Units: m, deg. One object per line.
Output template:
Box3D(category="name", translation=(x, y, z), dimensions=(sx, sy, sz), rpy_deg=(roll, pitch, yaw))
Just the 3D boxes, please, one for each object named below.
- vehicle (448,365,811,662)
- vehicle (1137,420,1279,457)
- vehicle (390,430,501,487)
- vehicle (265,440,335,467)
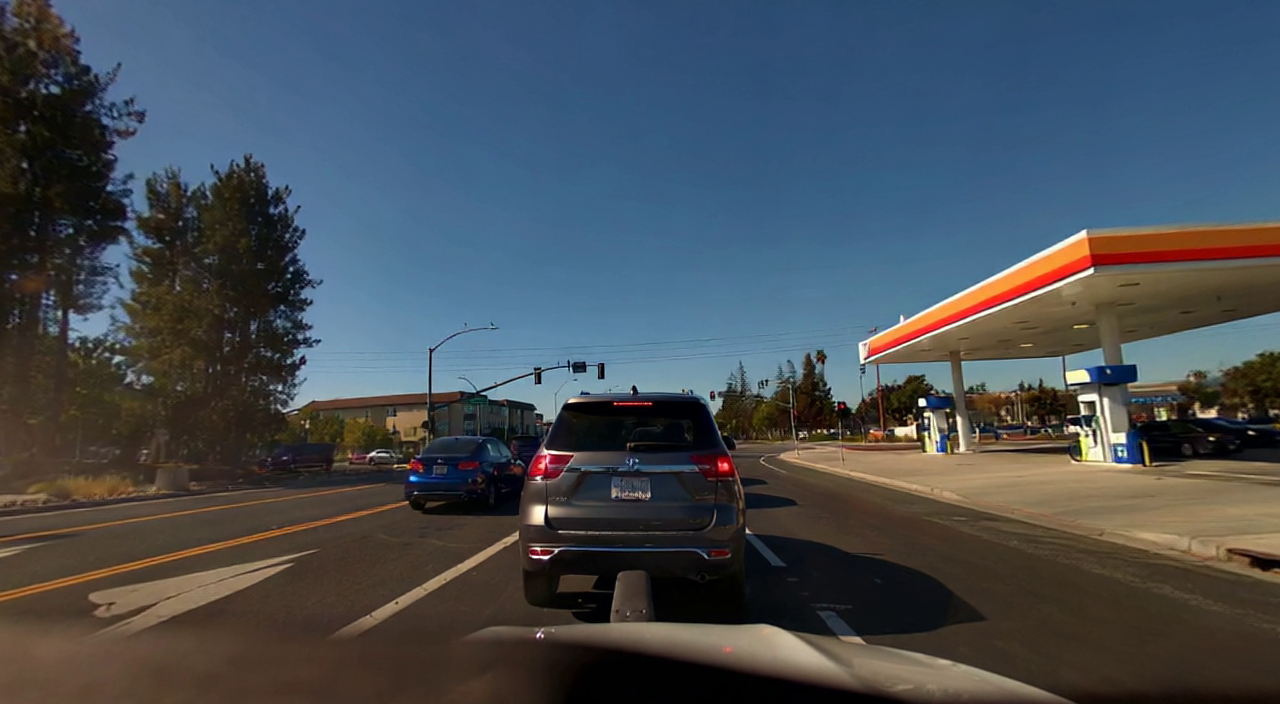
Box3D(category="vehicle", translation=(0.013, 1.315, 6.130), dimensions=(2.236, 1.819, 4.291), rpy_deg=(-1, -9, 2))
Box3D(category="vehicle", translation=(25.950, 3.970, 28.785), dimensions=(4.551, 1.616, 1.973), rpy_deg=(-2, -9, 11))
Box3D(category="vehicle", translation=(-6.647, 3.706, 22.181), dimensions=(2.065, 1.753, 4.525), rpy_deg=(-1, -9, 6))
Box3D(category="vehicle", translation=(-23.546, 7.019, 43.838), dimensions=(1.988, 1.741, 4.522), rpy_deg=(-1, -9, 5))
